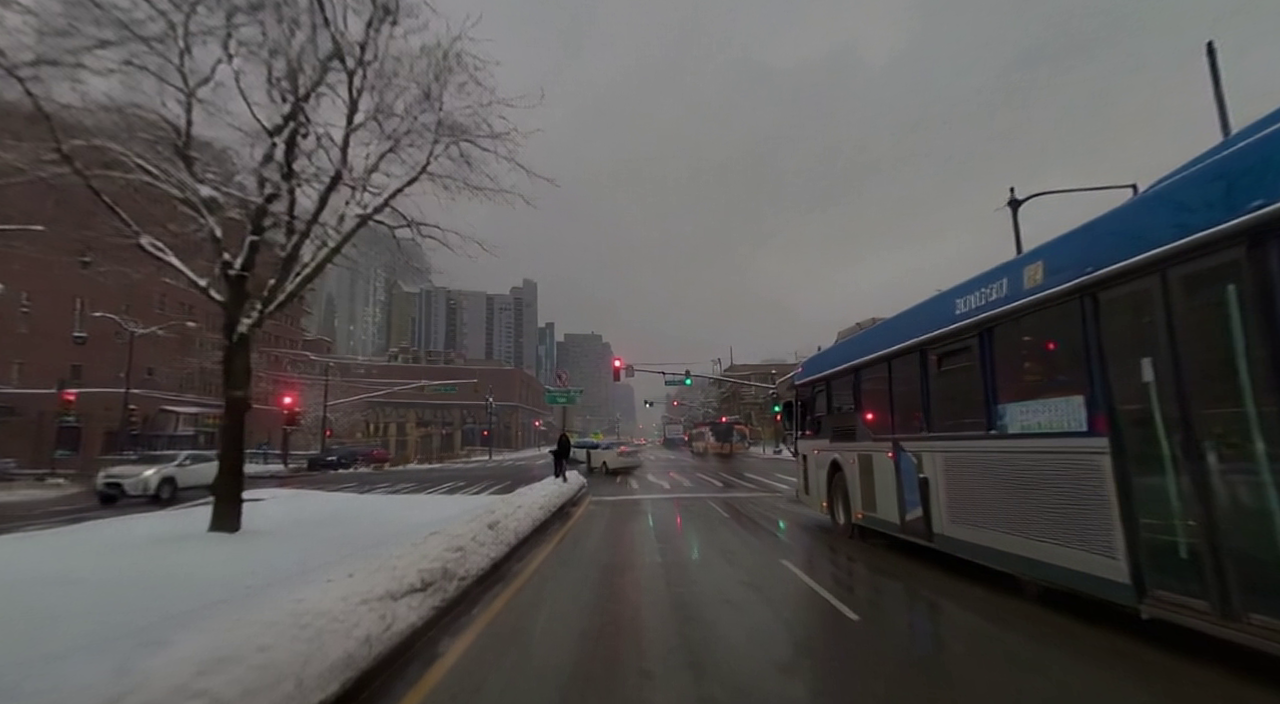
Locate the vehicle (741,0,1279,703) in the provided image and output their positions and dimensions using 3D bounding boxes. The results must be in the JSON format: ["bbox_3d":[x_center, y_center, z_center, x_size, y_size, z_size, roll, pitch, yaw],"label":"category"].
[{"bbox_3d":[3.301,-0.080,3.313,3.250,3.731,13.693,0,-8,0],"label":"vehicle"}]

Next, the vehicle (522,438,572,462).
[{"bbox_3d":[-6.101,6.365,41.075,2.036,1.467,3.979,4,-9,-26],"label":"vehicle"}]

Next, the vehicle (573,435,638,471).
[{"bbox_3d":[-1.674,4.621,29.110,2.123,1.544,4.158,2,-9,-15],"label":"vehicle"}]

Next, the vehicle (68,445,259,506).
[{"bbox_3d":[-14.405,3.724,19.476,1.816,1.490,4.417,-4,-7,17],"label":"vehicle"}]
